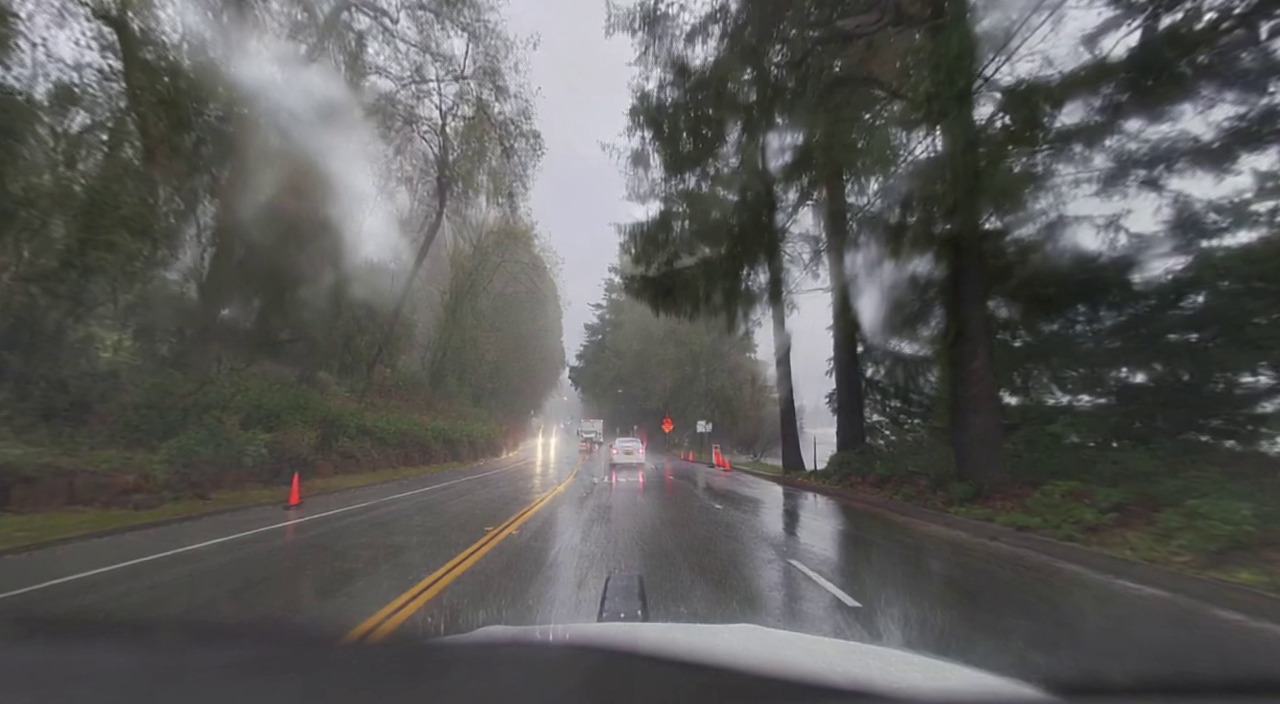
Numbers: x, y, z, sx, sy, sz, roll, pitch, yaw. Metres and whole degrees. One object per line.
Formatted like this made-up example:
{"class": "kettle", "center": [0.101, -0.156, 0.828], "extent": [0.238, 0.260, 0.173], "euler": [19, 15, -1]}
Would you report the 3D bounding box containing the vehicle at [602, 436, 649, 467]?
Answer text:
{"class": "vehicle", "center": [-0.758, 5.022, 31.966], "extent": [2.186, 1.463, 4.356], "euler": [0, -8, -2]}
